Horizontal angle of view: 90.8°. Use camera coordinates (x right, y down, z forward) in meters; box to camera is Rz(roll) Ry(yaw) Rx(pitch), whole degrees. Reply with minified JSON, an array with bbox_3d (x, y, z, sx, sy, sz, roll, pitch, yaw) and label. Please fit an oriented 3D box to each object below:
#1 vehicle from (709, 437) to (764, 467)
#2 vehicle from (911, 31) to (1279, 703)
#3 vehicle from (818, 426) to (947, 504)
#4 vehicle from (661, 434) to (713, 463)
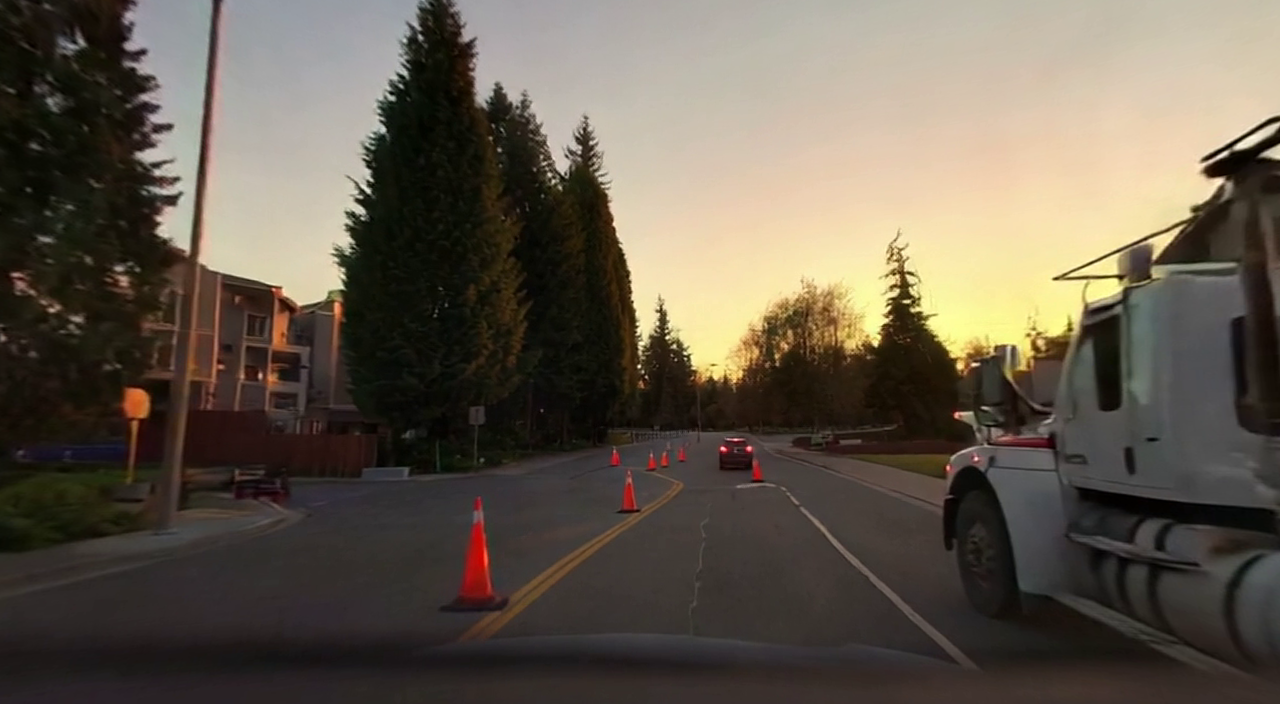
[{"bbox_3d":[5.334,5.603,35.478,1.716,1.583,3.770,2,-9,-13],"label":"vehicle"},{"bbox_3d":[3.528,0.309,1.839,3.098,2.601,6.758,-1,-6,6],"label":"vehicle"},{"bbox_3d":[6.211,2.921,16.723,2.030,1.774,3.884,0,-8,4],"label":"vehicle"},{"bbox_3d":[3.126,6.633,43.358,1.997,1.853,4.654,3,-9,-17],"label":"vehicle"}]
